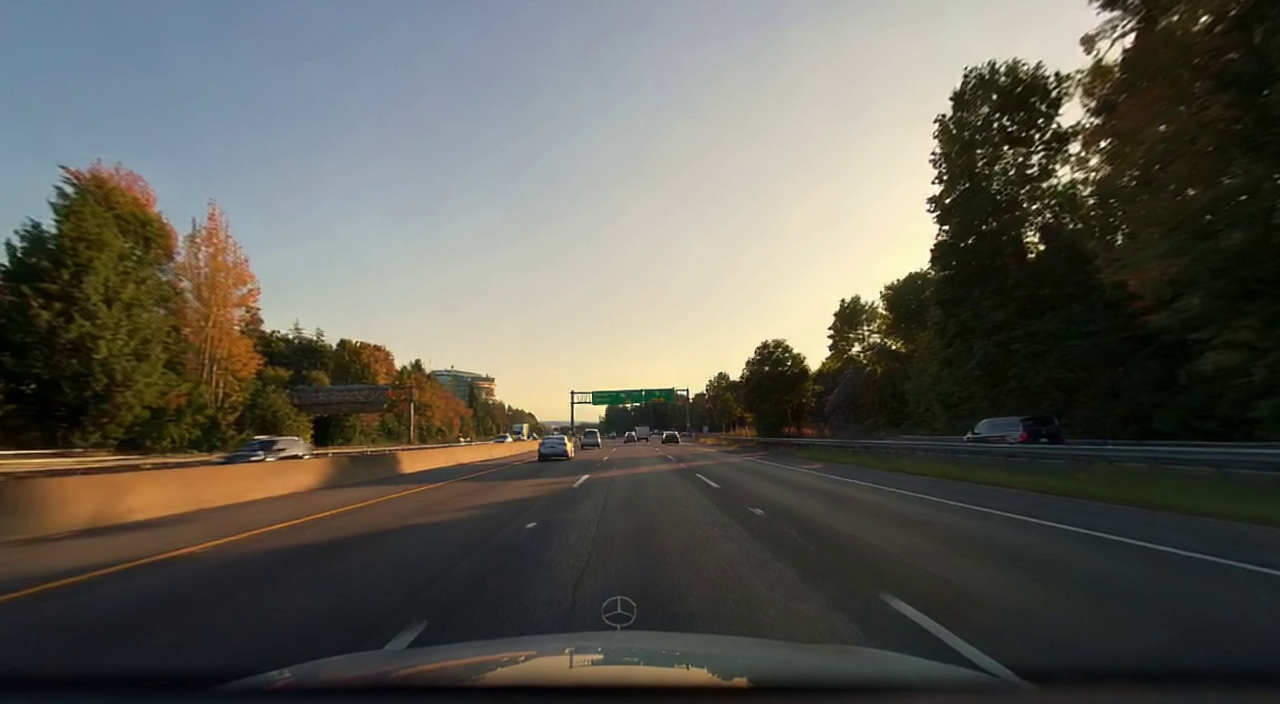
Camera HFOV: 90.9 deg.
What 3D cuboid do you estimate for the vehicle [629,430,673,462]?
[{"bbox_3d":[0.503,4.828,32.520,2.086,1.554,3.875,0,-8,-2],"label":"vehicle"}]

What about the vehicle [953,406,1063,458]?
[{"bbox_3d":[19.722,4.377,34.218,2.232,2.540,6.015,0,-8,0],"label":"vehicle"}]

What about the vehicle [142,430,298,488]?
[{"bbox_3d":[-11.798,3.010,18.073,1.797,1.467,3.902,0,-8,-1],"label":"vehicle"}]

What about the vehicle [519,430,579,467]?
[{"bbox_3d":[-3.885,4.208,27.583,2.014,1.471,4.380,0,-8,-1],"label":"vehicle"}]
